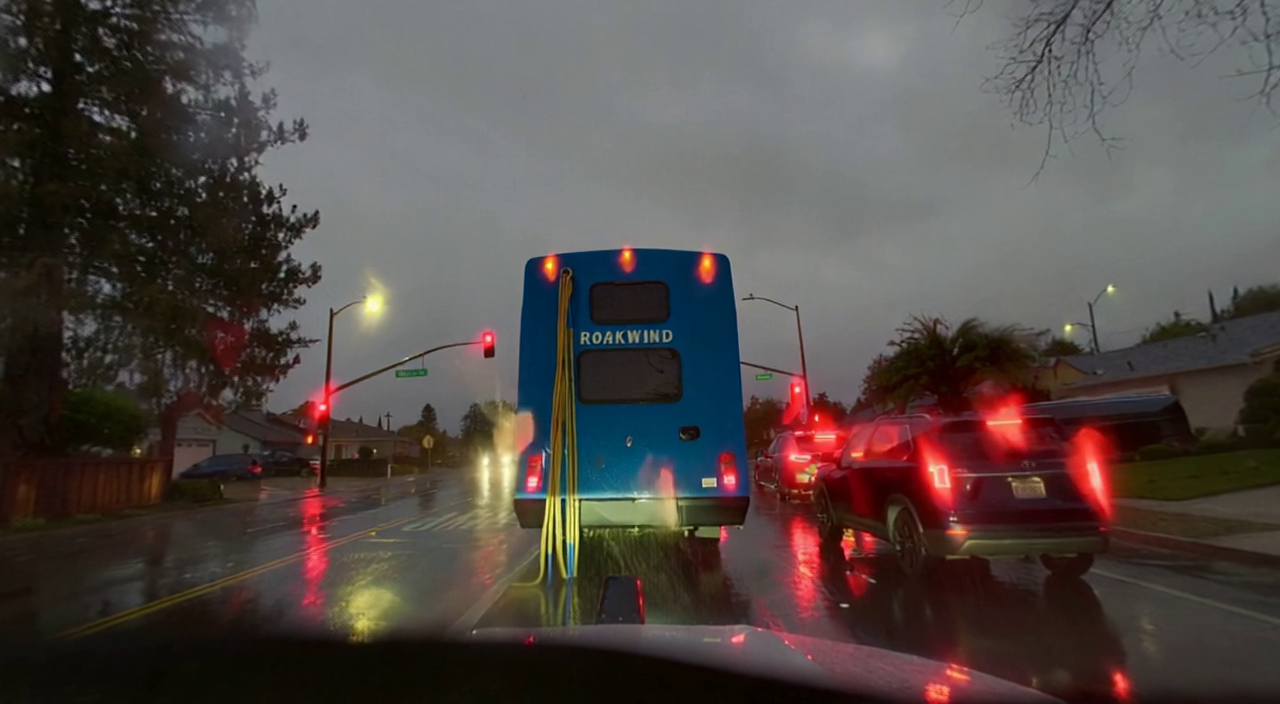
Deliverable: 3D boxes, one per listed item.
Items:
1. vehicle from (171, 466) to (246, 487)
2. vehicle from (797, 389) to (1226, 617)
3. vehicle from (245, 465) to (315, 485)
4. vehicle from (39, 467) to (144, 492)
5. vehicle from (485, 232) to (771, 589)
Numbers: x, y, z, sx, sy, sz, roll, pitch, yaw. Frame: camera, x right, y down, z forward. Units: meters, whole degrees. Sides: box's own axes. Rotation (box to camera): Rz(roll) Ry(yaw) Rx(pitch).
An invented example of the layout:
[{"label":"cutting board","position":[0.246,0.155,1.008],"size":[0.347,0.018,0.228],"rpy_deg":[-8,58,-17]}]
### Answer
[{"label":"vehicle","position":[-32.705,9.408,47.959],"size":[4.311,1.458,1.707],"rpy_deg":[0,-9,-3]},{"label":"vehicle","position":[3.414,1.489,7.135],"size":[2.104,1.735,4.408],"rpy_deg":[0,-9,0]},{"label":"vehicle","position":[-27.402,9.359,48.147],"size":[4.187,1.445,1.809],"rpy_deg":[0,-9,0]},{"label":"vehicle","position":[-35.952,8.337,41.482],"size":[4.954,1.506,2.014],"rpy_deg":[0,-9,-1]},{"label":"vehicle","position":[-0.110,1.113,10.313],"size":[2.709,3.511,8.213],"rpy_deg":[0,-9,0]}]
